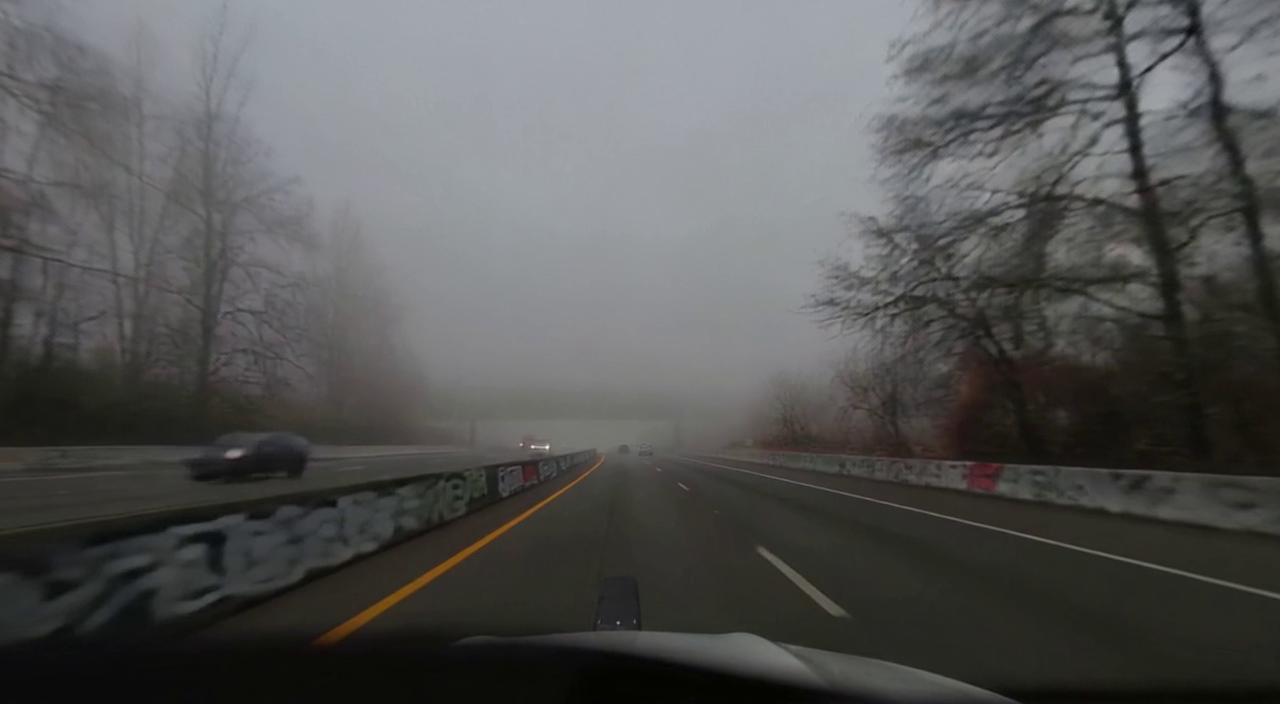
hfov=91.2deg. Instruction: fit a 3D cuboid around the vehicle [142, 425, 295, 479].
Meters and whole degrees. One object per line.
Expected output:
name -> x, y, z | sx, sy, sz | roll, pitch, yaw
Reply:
vehicle -> -12.680, 3.063, 19.247 | 1.890, 1.476, 4.050 | 0, -9, -1
